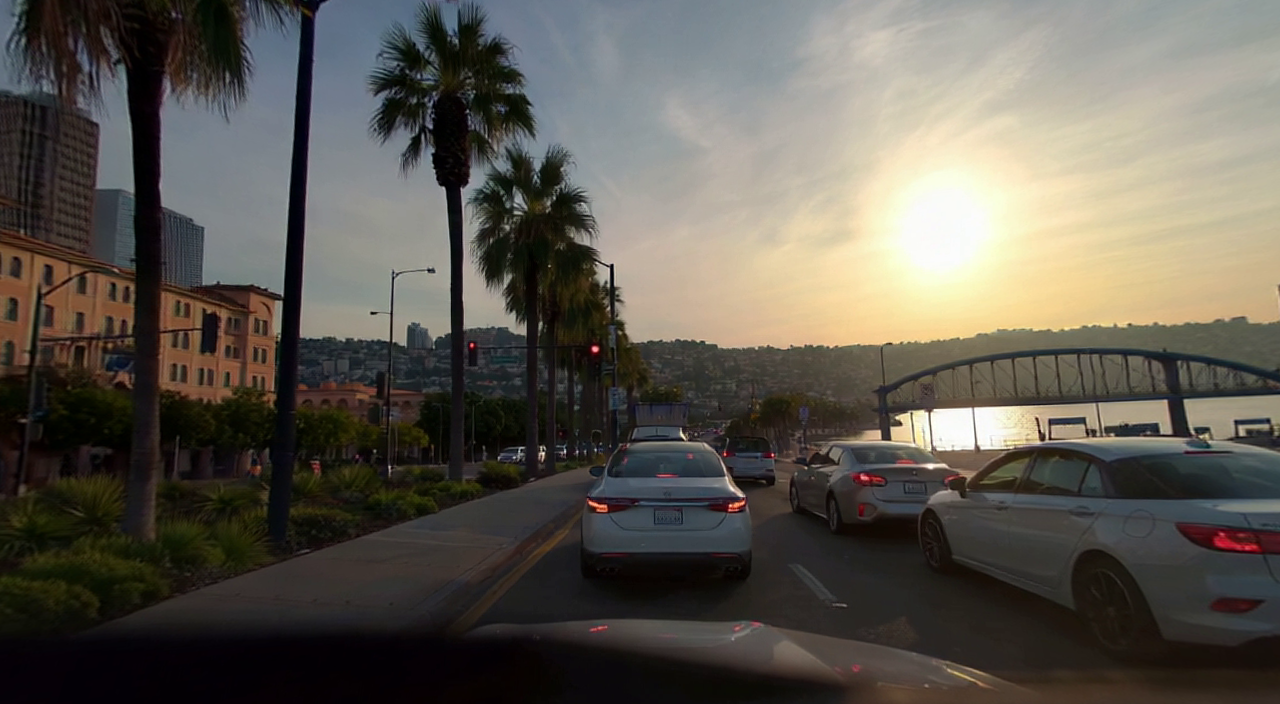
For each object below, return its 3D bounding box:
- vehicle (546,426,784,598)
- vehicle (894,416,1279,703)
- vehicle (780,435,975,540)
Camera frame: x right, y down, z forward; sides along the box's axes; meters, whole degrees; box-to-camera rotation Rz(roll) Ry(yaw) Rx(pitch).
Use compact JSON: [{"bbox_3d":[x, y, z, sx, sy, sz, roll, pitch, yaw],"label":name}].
[{"bbox_3d":[0.252,1.697,7.482,2.093,1.503,3.681,0,-9,1],"label":"vehicle"},{"bbox_3d":[3.918,1.359,5.090,1.913,1.469,4.425,0,-9,1],"label":"vehicle"},{"bbox_3d":[3.896,2.285,11.320,1.920,1.490,4.417,-1,-9,2],"label":"vehicle"}]
